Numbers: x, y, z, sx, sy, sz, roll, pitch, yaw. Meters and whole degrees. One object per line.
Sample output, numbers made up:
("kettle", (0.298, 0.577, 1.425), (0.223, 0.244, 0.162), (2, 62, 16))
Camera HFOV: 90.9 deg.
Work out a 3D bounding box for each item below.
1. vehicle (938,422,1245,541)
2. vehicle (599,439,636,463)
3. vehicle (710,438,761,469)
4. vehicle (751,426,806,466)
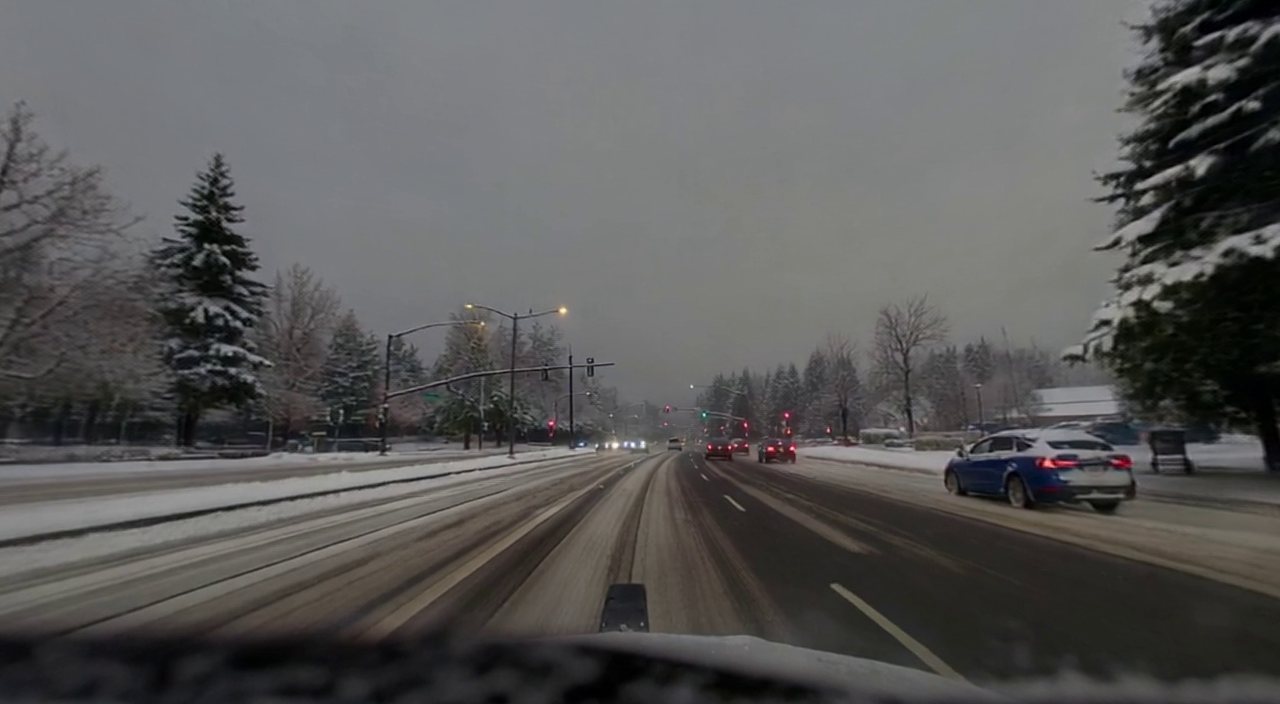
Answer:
("vehicle", (7.414, 2.133, 11.186), (2.051, 1.620, 4.702), (-1, -8, 2))
("vehicle", (-1.423, 6.587, 41.992), (1.958, 1.542, 4.175), (-1, -8, 5))
("vehicle", (5.239, 5.649, 35.234), (2.292, 1.563, 4.734), (0, -8, 2))
("vehicle", (8.086, 5.590, 37.451), (2.186, 2.202, 5.426), (0, -8, 2))
